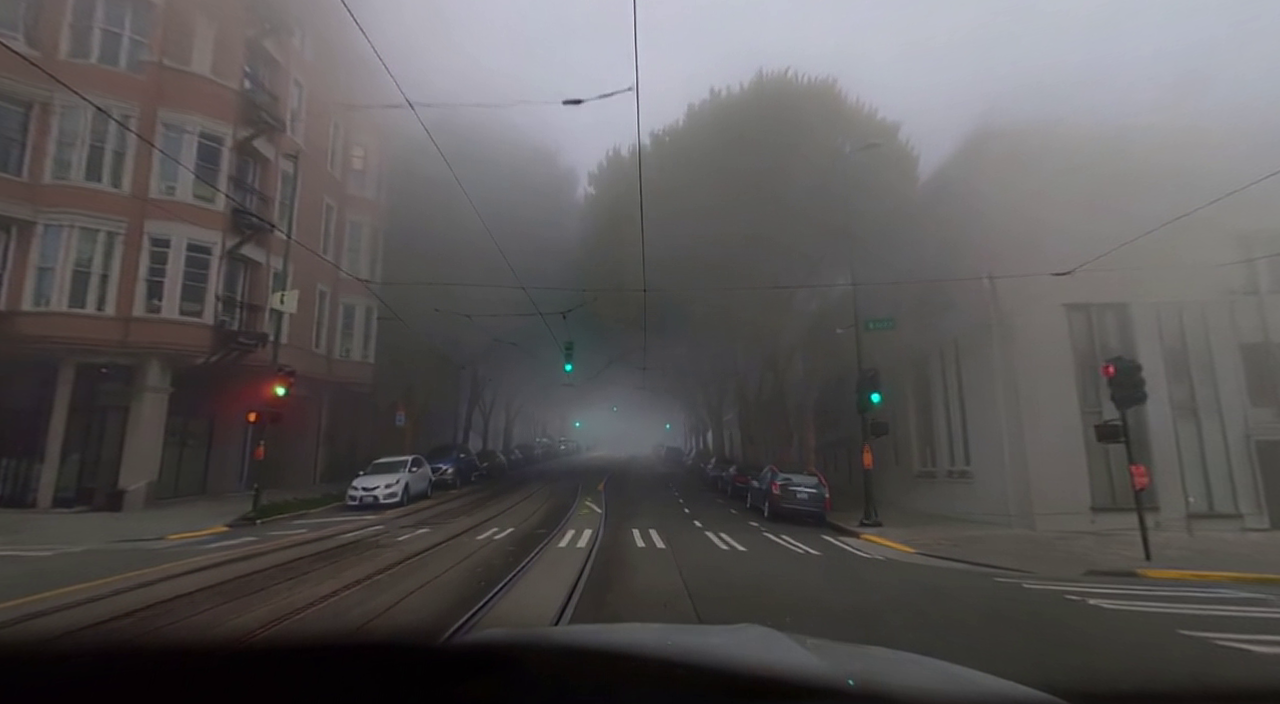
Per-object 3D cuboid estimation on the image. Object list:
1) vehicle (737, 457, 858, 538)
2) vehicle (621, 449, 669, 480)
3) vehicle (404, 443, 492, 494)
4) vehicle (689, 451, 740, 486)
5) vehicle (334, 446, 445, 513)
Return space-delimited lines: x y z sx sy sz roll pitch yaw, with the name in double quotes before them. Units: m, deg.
"vehicle" 3.856 3.608 16.290 1.929 1.723 4.134 0 -8 -2
"vehicle" 0.218 6.045 34.247 1.984 1.571 3.404 1 -9 -10
"vehicle" -7.407 4.628 24.940 1.861 1.751 4.550 1 -11 2
"vehicle" 3.690 5.847 31.970 1.890 1.559 4.281 0 -8 -3
"vehicle" -7.418 3.949 19.176 1.779 1.588 3.953 2 -17 -2
